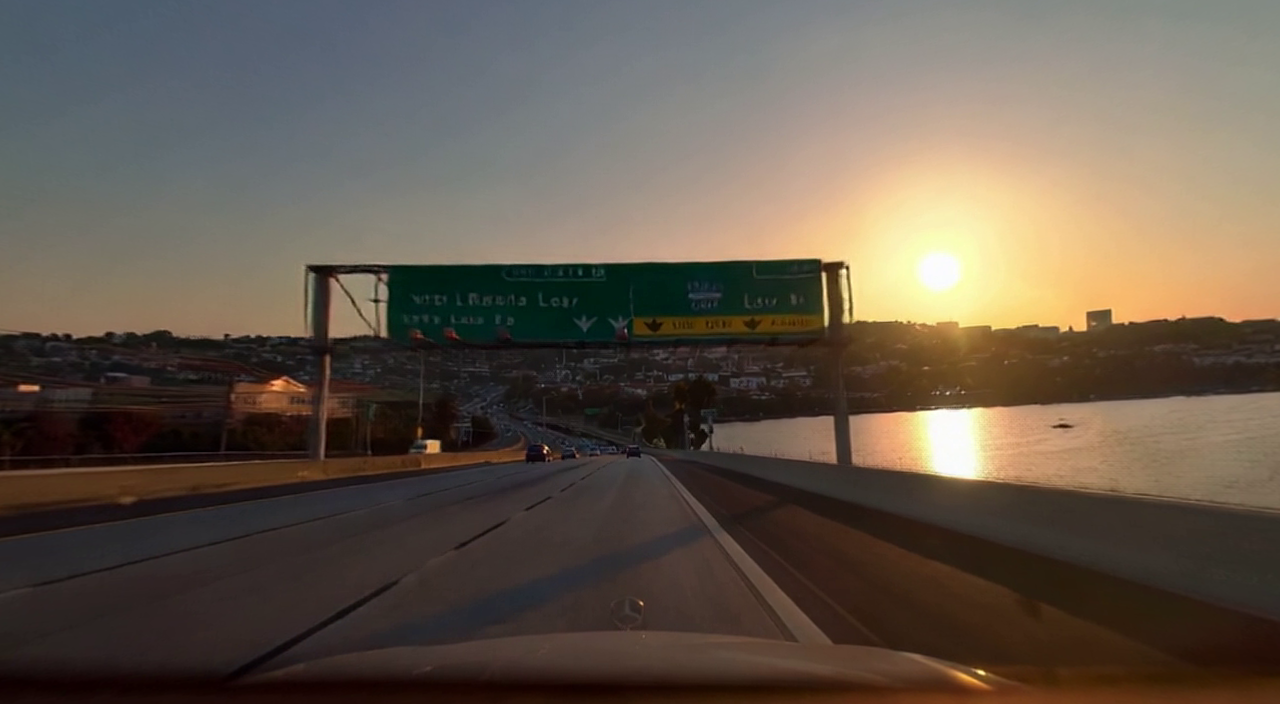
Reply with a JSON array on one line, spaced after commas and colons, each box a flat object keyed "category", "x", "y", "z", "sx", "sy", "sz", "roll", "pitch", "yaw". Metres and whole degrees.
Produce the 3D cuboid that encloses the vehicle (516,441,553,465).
[{"category": "vehicle", "x": -7.491, "y": 7.197, "z": 45.124, "sx": 1.946, "sy": 1.590, "sz": 4.042, "roll": 0, "pitch": -8, "yaw": 1}]
